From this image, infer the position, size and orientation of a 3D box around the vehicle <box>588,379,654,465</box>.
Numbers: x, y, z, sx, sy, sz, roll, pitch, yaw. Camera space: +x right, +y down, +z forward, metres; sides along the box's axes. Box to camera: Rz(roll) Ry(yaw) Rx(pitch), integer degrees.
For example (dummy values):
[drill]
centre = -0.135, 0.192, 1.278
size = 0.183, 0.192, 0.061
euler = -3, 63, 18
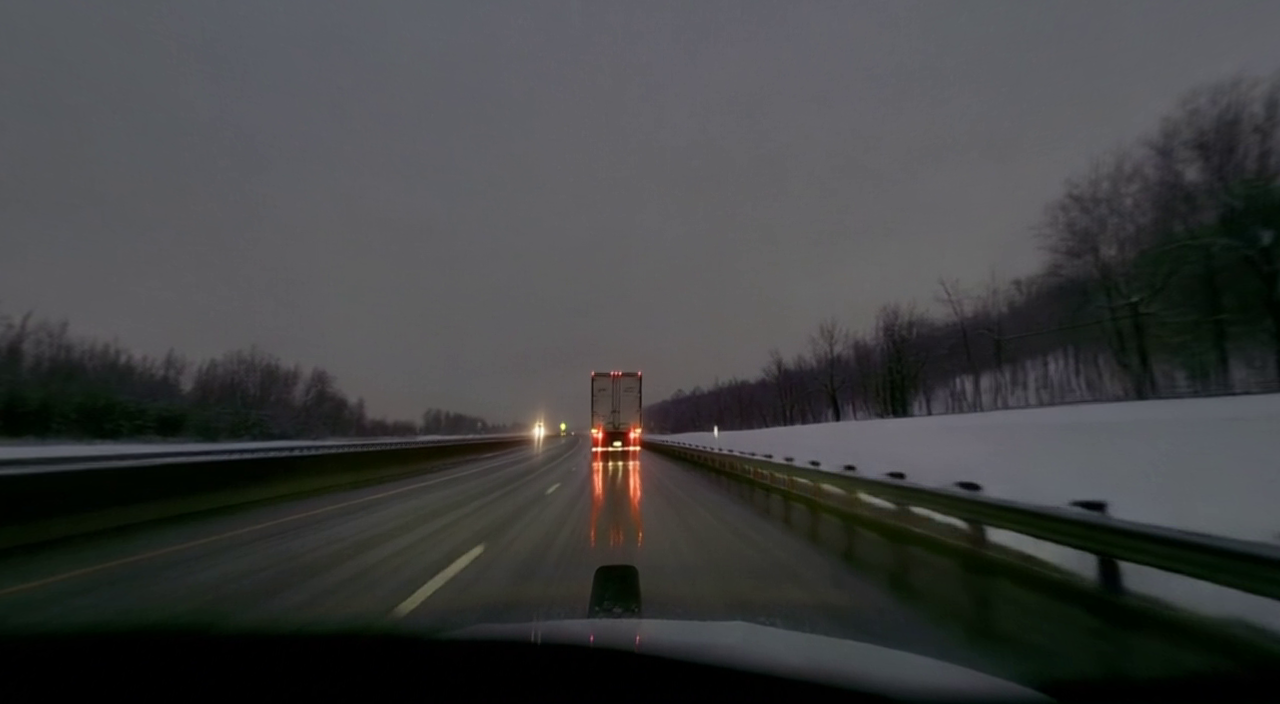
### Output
[vehicle]
centre = -1.147, 3.913, 34.133
size = 3.023, 3.965, 10.402
euler = 0, -8, -3
